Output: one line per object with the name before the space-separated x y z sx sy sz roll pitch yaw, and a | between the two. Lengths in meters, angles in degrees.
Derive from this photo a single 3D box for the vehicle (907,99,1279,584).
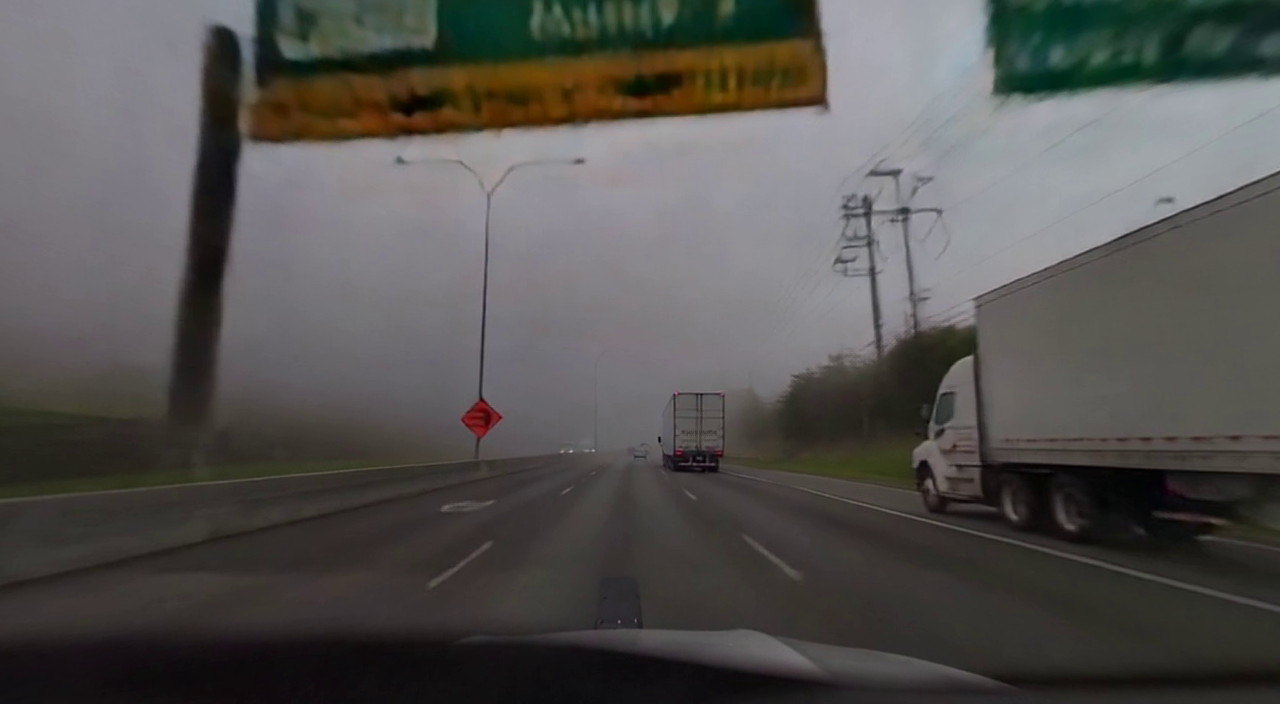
vehicle | 7.248 -0.340 3.853 3.400 4.134 17.388 0 -9 -1

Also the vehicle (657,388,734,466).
vehicle | 3.090 5.157 41.212 3.202 4.046 17.146 0 -9 -1
